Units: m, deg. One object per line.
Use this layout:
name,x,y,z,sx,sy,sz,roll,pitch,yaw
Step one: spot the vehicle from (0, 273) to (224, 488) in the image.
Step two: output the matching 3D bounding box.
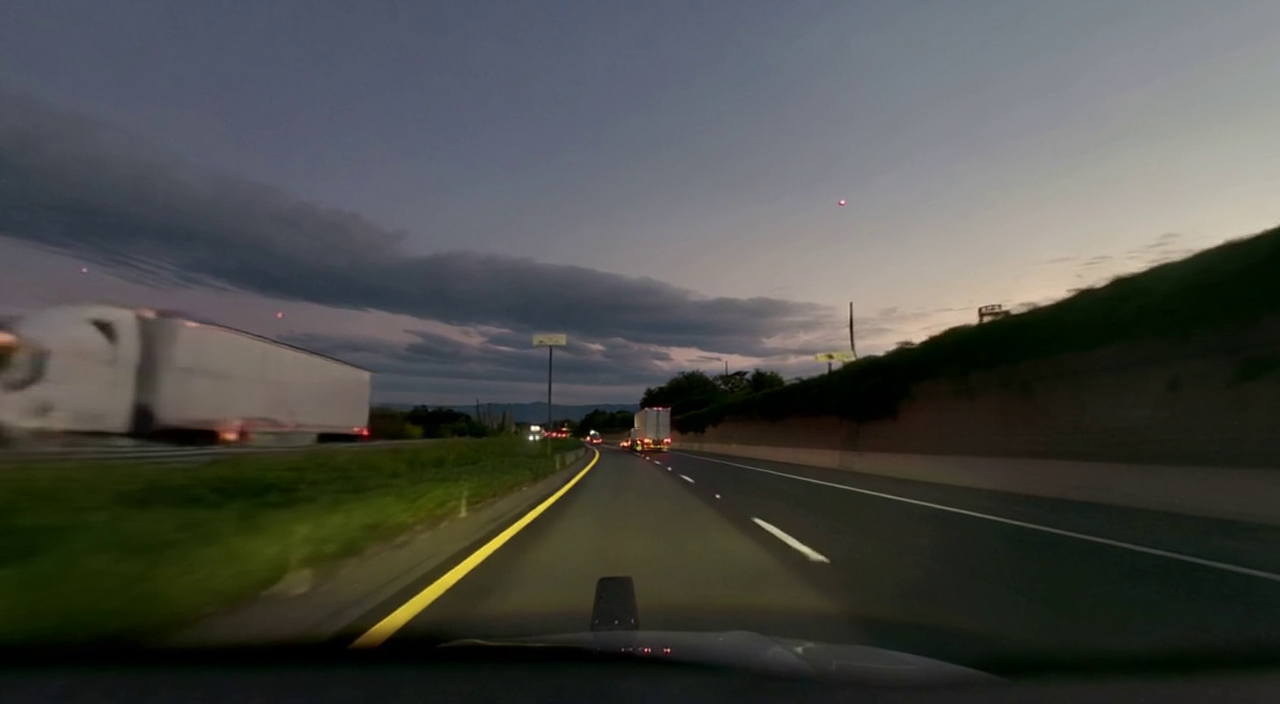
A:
vehicle,-12.823,0.878,14.004,2.962,3.832,5.796,0,-8,0
